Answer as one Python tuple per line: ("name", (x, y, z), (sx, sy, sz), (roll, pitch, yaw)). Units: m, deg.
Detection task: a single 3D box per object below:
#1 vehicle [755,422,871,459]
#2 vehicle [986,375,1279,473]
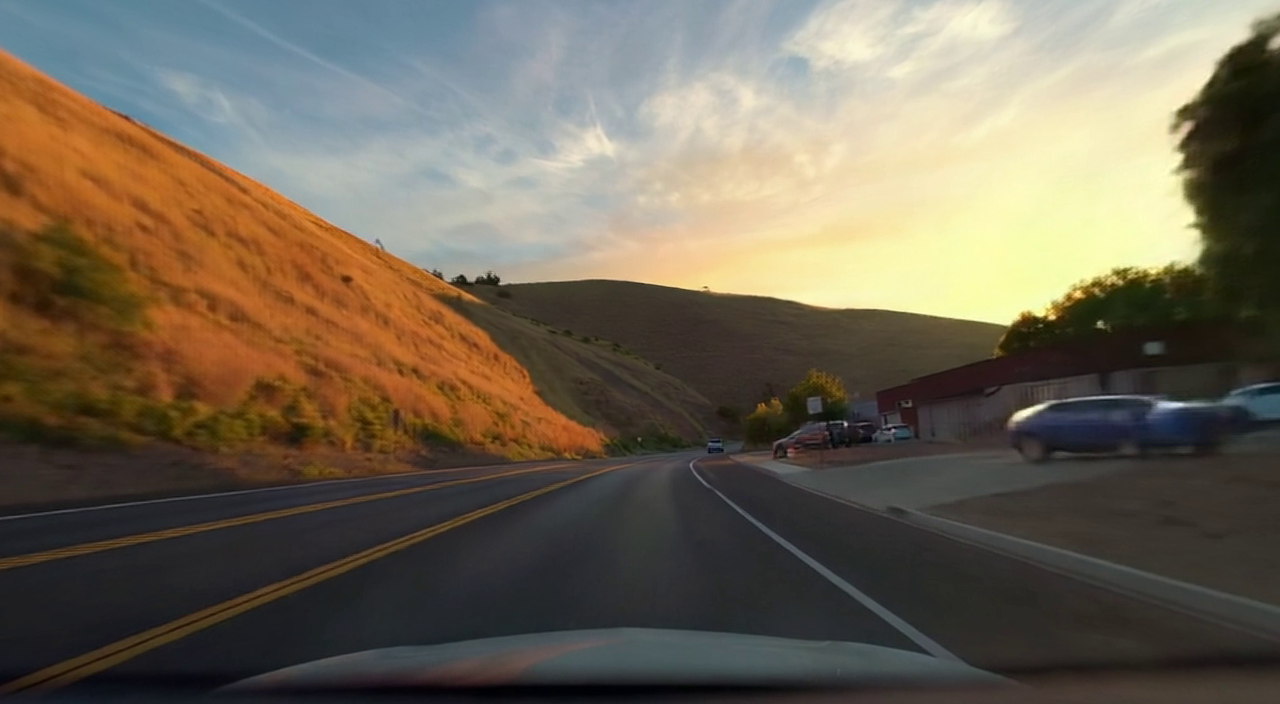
("vehicle", (9.860, 5.165, 36.613), (2.216, 1.887, 6.388), (4, -11, -35))
("vehicle", (9.465, 1.527, 12.694), (2.103, 1.447, 4.727), (-4, -9, -3))
